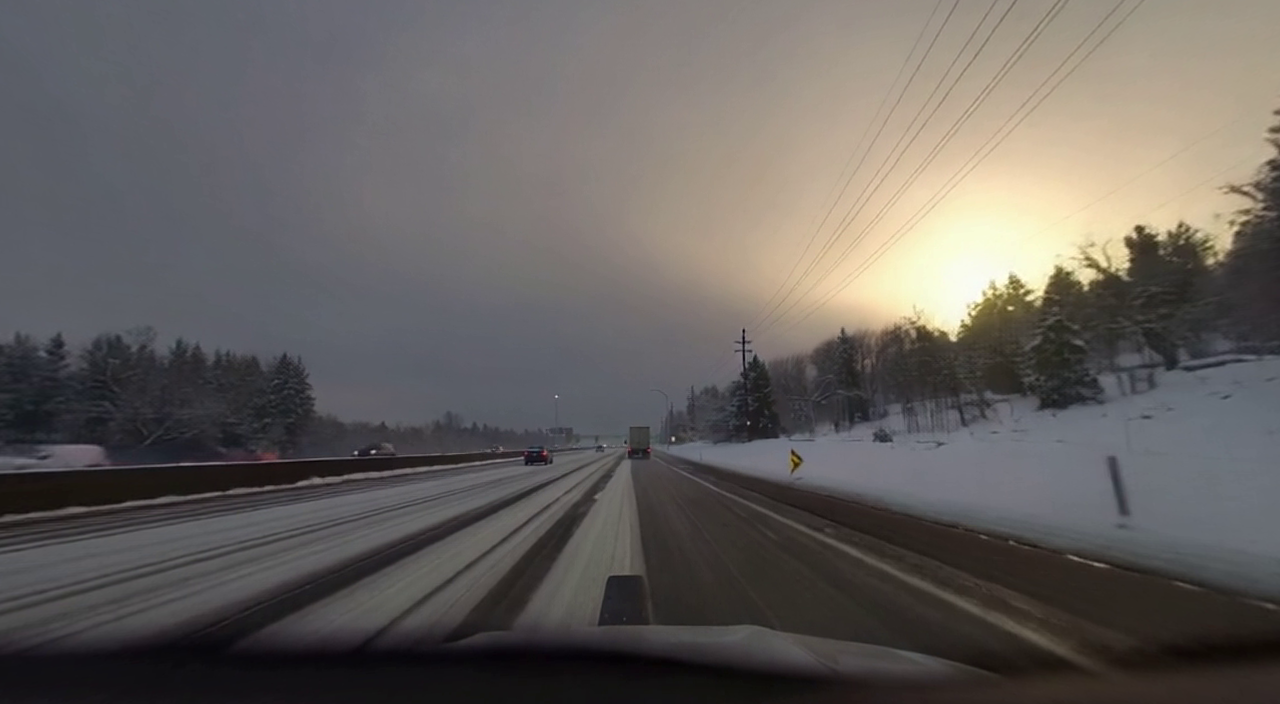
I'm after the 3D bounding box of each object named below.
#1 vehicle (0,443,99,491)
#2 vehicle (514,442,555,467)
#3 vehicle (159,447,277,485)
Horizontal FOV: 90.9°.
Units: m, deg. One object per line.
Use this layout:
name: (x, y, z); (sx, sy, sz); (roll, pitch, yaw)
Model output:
vehicle: (-21.803, 3.983, 22.019); (1.824, 1.544, 4.480); (0, -8, -1)
vehicle: (-7.269, 7.095, 43.980); (2.064, 1.642, 4.389); (0, -8, 0)
vehicle: (-17.960, 4.860, 27.172); (1.861, 1.454, 4.705); (0, -8, 0)
